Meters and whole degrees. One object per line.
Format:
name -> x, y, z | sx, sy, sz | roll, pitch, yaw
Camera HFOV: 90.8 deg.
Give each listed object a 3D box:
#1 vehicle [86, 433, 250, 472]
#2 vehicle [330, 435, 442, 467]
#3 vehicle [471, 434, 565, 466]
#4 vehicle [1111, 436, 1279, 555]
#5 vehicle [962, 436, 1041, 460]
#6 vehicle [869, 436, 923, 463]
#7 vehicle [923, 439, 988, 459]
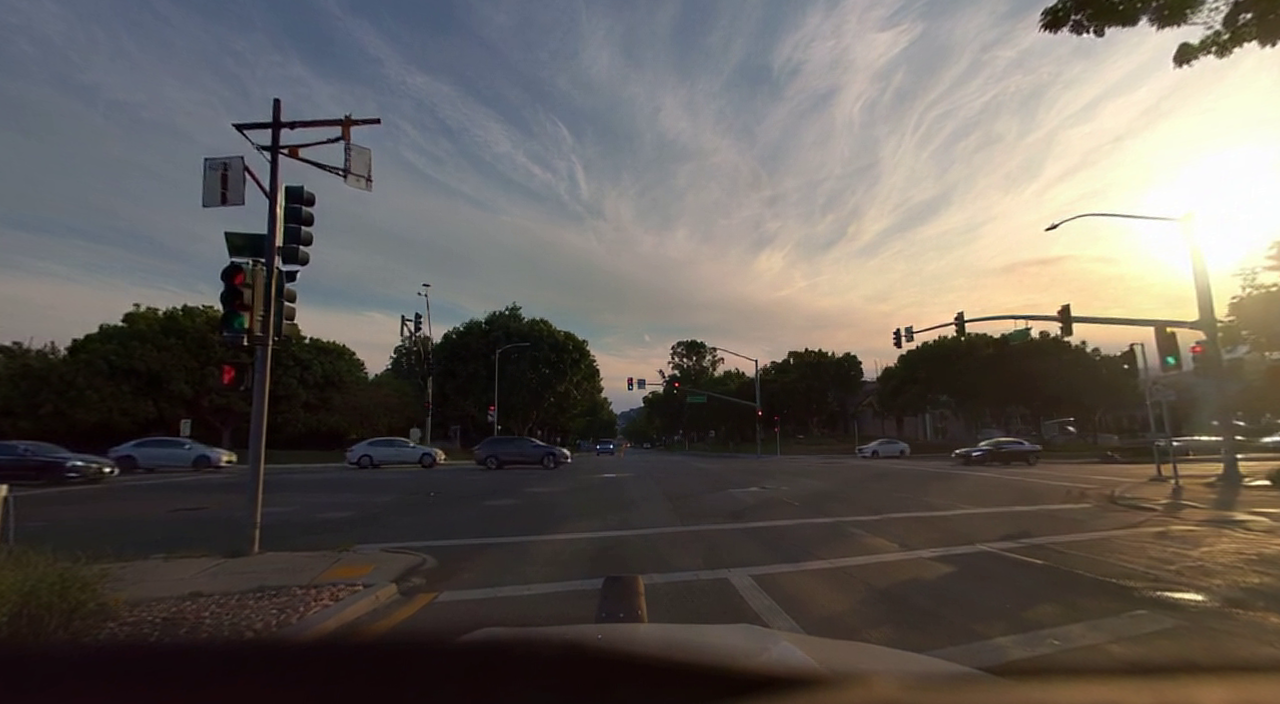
vehicle -> -18.804, 4.034, 25.470 | 4.849, 1.476, 1.935 | 3, -9, -19
vehicle -> -12.863, 5.009, 32.146 | 4.912, 1.485, 1.922 | 6, -10, -36
vehicle -> -6.242, 5.051, 32.625 | 4.331, 1.544, 1.896 | 7, -11, -38
vehicle -> 9.222, 1.998, 8.648 | 1.993, 1.505, 4.721 | 5, -8, 0
vehicle -> 24.252, 6.425, 42.424 | 4.481, 1.561, 2.001 | 3, -9, -17
vehicle -> 14.838, 5.629, 36.485 | 1.962, 1.468, 4.516 | -5, -10, 32
vehicle -> 24.031, 7.401, 48.177 | 4.352, 1.456, 1.794 | 3, -9, -18
